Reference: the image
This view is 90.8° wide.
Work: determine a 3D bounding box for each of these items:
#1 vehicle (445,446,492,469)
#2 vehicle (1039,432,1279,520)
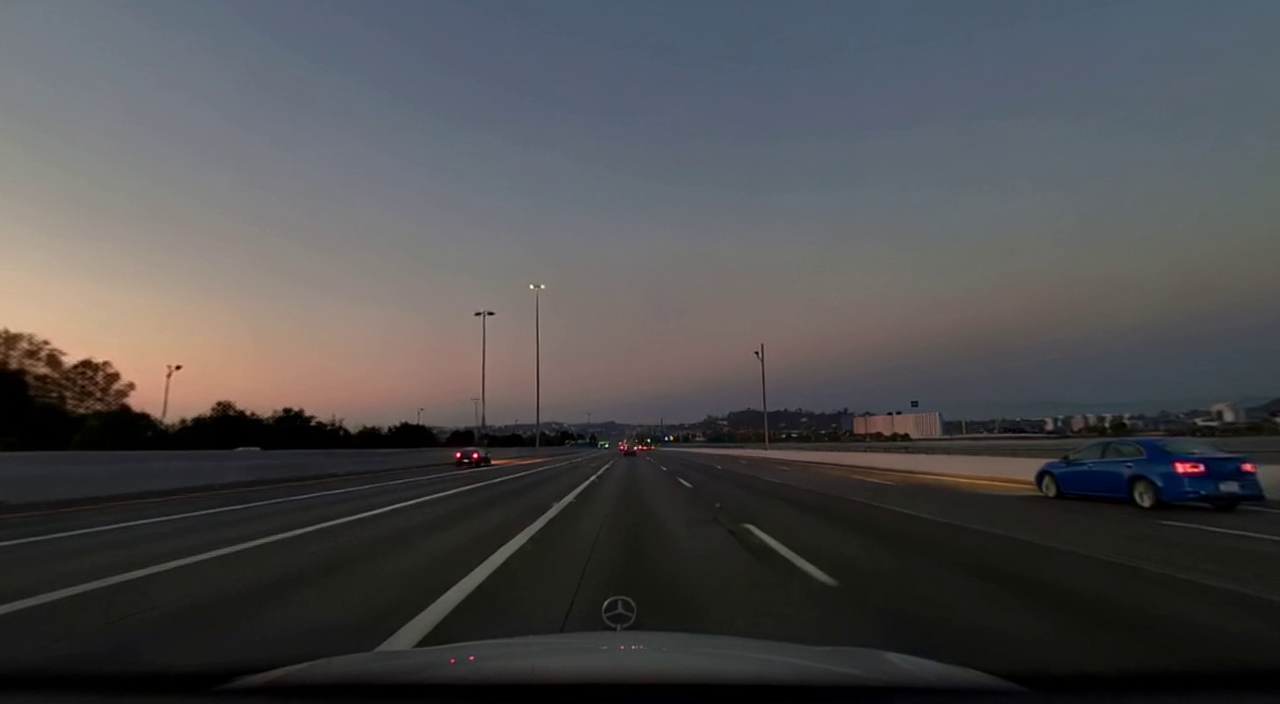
[{"bbox_3d":[-11.463,7.051,42.425,1.921,1.452,4.429,0,-9,0],"label":"vehicle"},{"bbox_3d":[10.790,2.463,13.153,1.985,1.493,4.486,0,-8,-1],"label":"vehicle"}]
